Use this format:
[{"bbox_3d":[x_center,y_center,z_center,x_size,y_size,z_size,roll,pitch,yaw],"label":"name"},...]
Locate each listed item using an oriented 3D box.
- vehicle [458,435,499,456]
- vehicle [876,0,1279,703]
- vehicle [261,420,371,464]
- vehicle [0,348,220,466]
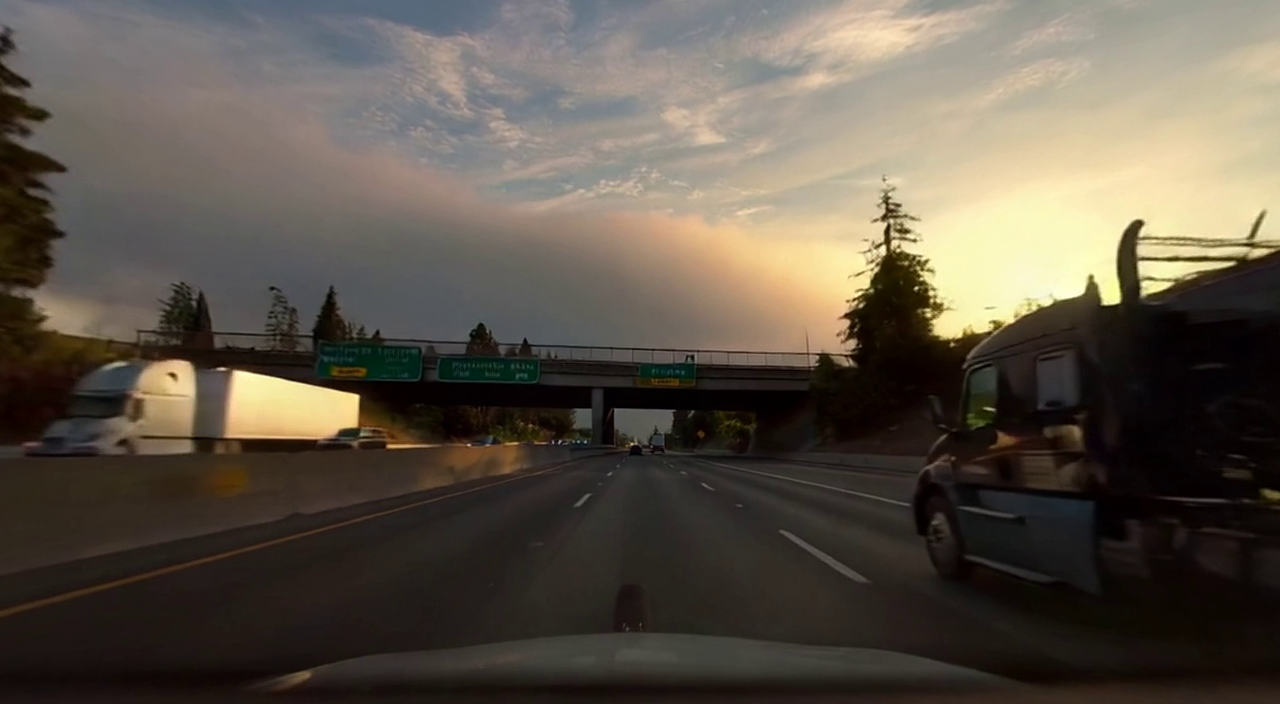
[{"bbox_3d":[-12.210,7.101,47.825,1.881,1.457,4.387,0,-9,1],"label":"vehicle"},{"bbox_3d":[4.476,0.048,4.768,3.000,3.889,6.005,0,-9,1],"label":"vehicle"},{"bbox_3d":[-12.202,3.450,24.103,1.862,1.504,4.333,0,-9,0],"label":"vehicle"},{"bbox_3d":[-19.498,2.240,23.834,2.949,3.933,5.897,0,-9,0],"label":"vehicle"}]
